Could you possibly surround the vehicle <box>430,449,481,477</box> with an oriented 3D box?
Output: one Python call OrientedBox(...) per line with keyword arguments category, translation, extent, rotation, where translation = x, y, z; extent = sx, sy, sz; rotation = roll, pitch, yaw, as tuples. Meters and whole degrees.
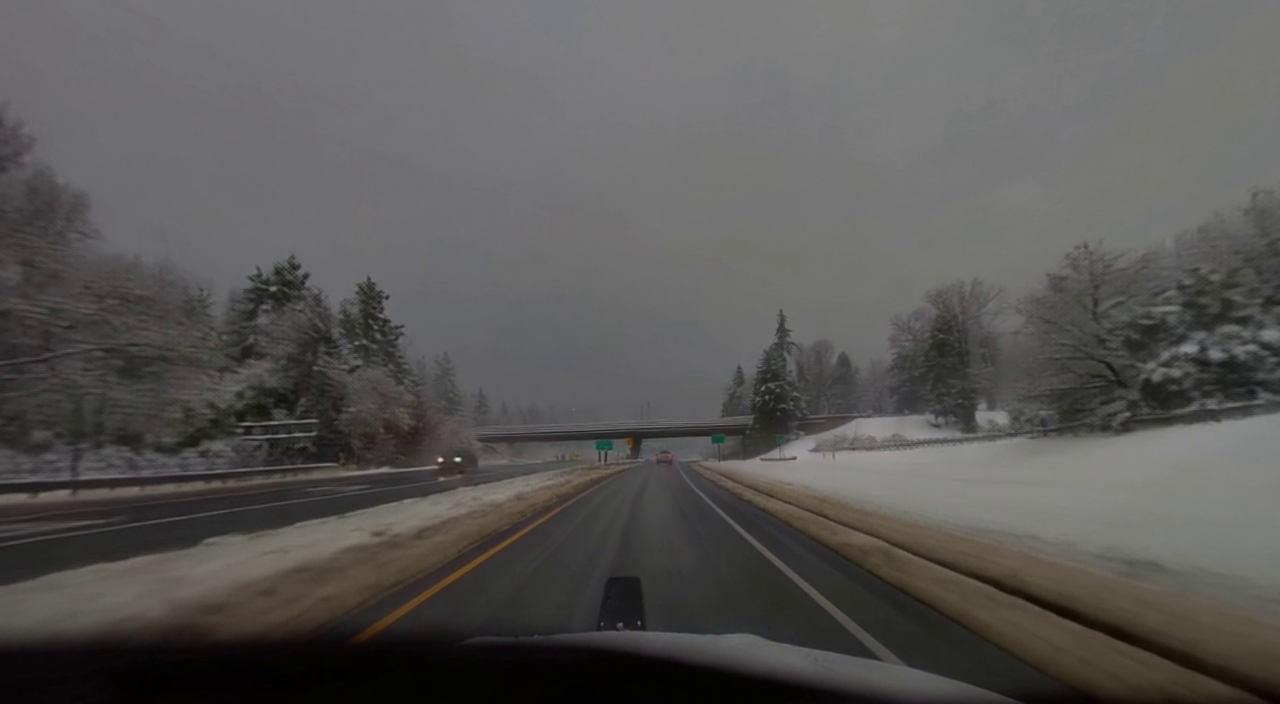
OrientedBox(category="vehicle", translation=(-11.931, 7.175, 41.036), extent=(1.981, 1.676, 4.508), rotation=(0, -9, 0))
